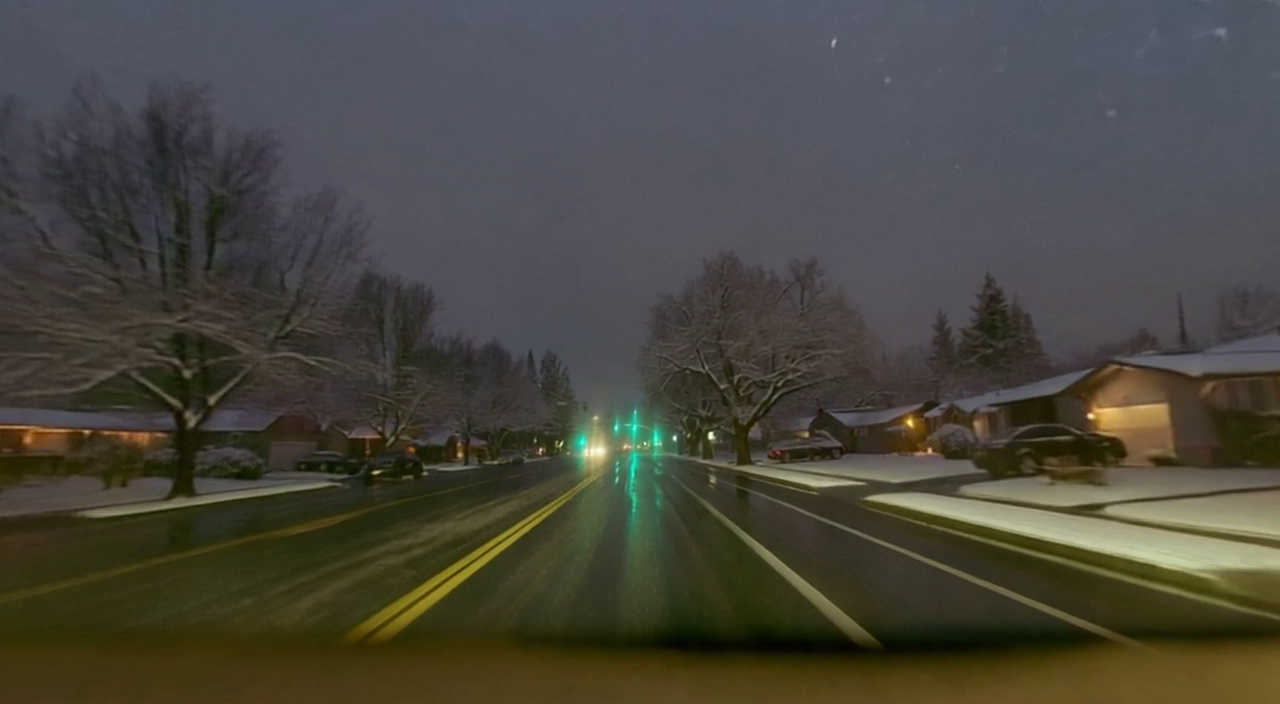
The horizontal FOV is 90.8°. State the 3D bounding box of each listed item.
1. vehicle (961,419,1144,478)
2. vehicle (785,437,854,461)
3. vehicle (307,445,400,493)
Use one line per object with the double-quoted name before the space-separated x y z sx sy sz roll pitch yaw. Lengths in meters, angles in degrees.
"vehicle" 13.383 3.183 20.898 4.577 1.770 2.006 -3 -9 17
"vehicle" 13.722 7.421 48.466 4.629 1.770 1.959 0 -8 0
"vehicle" -12.579 5.124 28.115 2.003 1.804 4.554 -1 -7 0
